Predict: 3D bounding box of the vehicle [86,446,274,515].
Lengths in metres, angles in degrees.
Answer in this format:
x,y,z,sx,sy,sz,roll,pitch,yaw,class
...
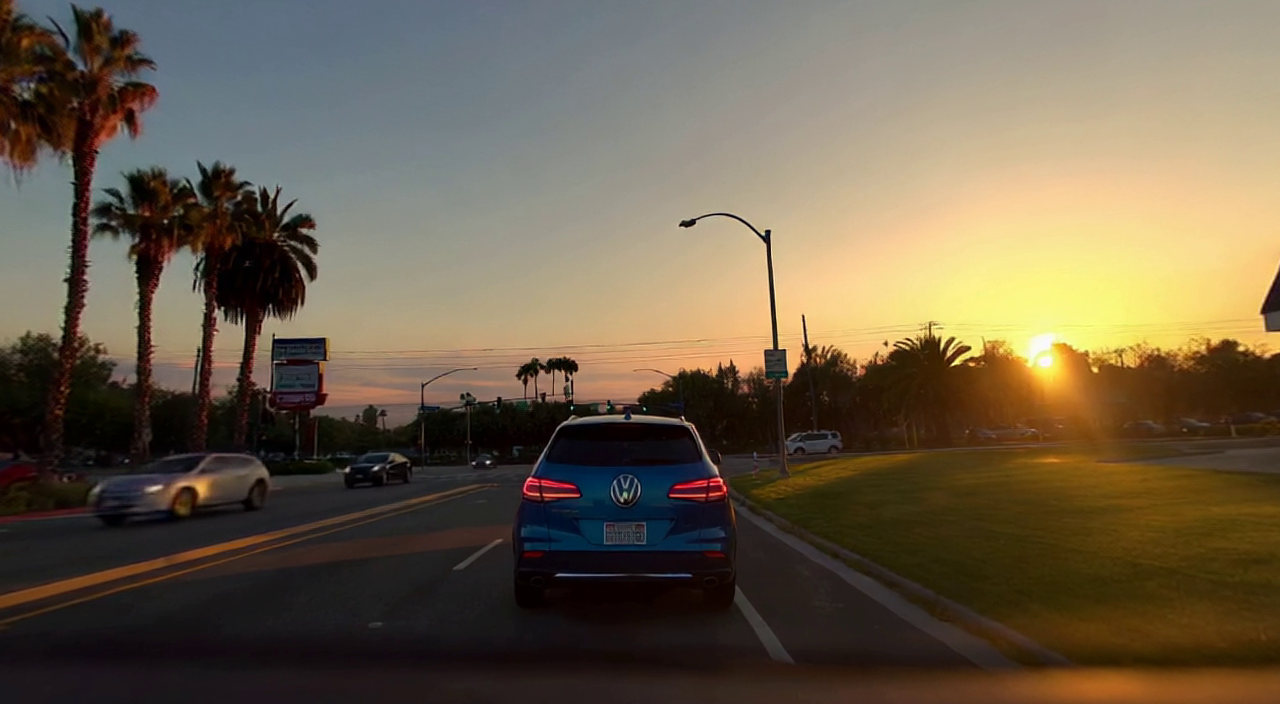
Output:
x,y,z,sx,sy,sz,roll,pitch,yaw,class
-12.909,3.583,18.190,1.965,1.718,4.466,0,-9,1,vehicle

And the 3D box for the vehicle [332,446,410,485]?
x,y,z,sx,sy,sz,roll,pitch,yaw,class
-13.915,5.867,33.070,2.029,1.820,4.915,0,-9,-2,vehicle

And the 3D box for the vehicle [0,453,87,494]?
x,y,z,sx,sy,sz,roll,pitch,yaw,class
-28.117,5.416,28.217,4.584,1.714,2.186,4,-10,-27,vehicle

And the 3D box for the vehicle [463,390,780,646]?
x,y,z,sx,sy,sz,roll,pitch,yaw,class
-0.143,1.418,6.328,2.137,1.728,3.926,0,-9,-1,vehicle
